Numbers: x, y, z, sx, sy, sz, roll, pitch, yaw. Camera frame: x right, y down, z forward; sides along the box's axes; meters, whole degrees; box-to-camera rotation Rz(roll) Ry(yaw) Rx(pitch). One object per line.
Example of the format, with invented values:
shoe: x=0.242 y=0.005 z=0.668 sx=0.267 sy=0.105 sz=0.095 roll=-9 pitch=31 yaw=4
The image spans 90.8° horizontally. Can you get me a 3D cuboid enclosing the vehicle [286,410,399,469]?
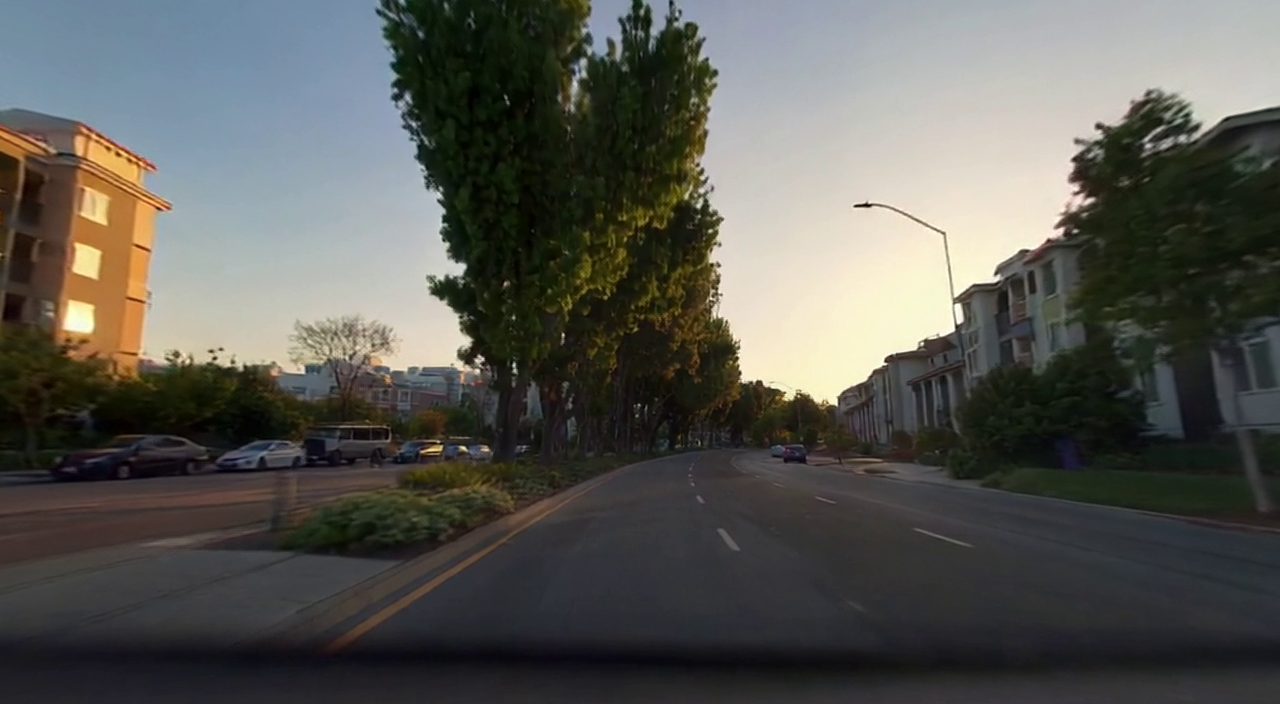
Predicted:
vehicle: x=-17.649 y=5.394 z=38.177 sx=2.781 sy=3.224 sz=7.055 roll=-1 pitch=-10 yaw=5

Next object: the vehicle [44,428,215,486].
vehicle: x=-18.830 y=3.915 z=23.730 sx=2.096 sy=1.839 sz=5.137 roll=-2 pitch=-9 yaw=1

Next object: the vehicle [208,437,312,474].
vehicle: x=-18.319 y=5.049 z=30.787 sx=1.876 sy=1.624 sz=4.827 roll=-1 pitch=-9 yaw=3

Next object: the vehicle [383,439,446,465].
vehicle: x=-16.876 y=7.544 z=47.660 sx=2.226 sy=1.733 sz=5.775 roll=-1 pitch=-9 yaw=5
